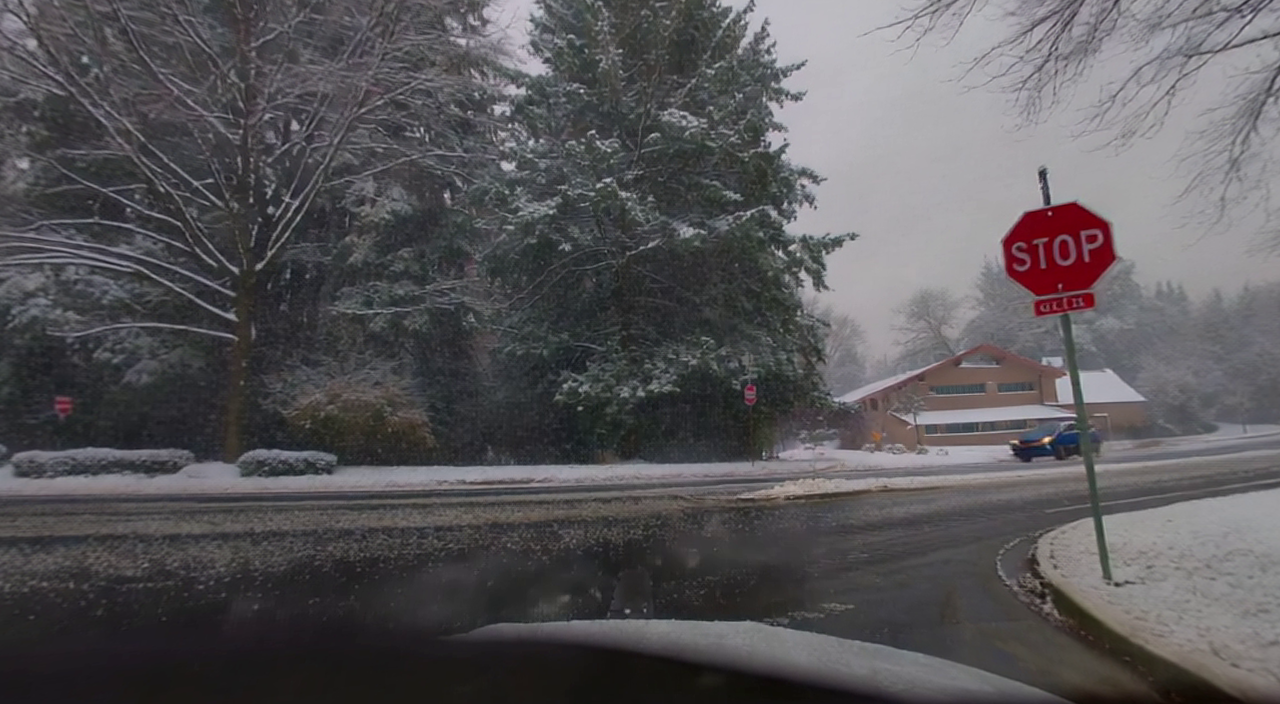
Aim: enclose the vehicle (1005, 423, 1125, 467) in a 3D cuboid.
[{"bbox_3d":[15.731,3.427,23.264,4.473,1.474,2.108,6,-10,-35],"label":"vehicle"}]
